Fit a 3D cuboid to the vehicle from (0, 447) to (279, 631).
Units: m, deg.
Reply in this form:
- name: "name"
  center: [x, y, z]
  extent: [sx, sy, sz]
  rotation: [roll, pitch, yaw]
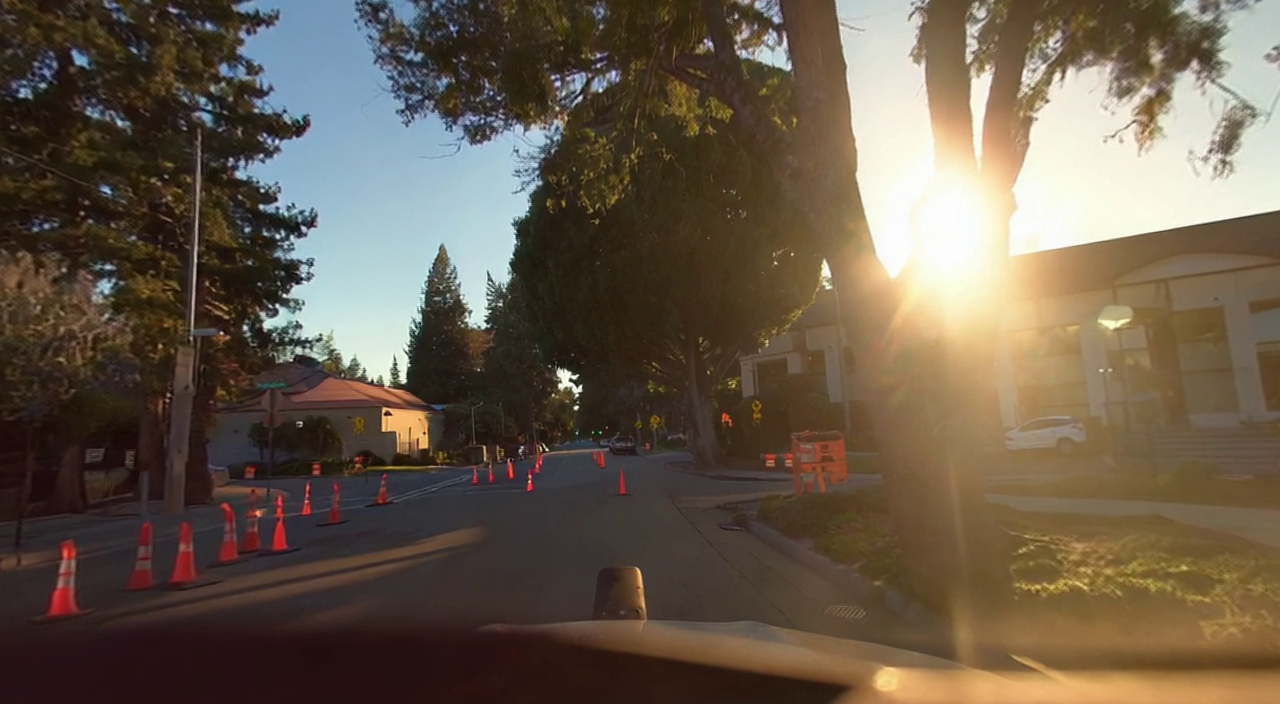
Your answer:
- name: "vehicle"
  center: [-7.608, 1.959, 7.222]
  extent: [2.961, 1.701, 7.563]
  rotation: [1, -9, -4]
